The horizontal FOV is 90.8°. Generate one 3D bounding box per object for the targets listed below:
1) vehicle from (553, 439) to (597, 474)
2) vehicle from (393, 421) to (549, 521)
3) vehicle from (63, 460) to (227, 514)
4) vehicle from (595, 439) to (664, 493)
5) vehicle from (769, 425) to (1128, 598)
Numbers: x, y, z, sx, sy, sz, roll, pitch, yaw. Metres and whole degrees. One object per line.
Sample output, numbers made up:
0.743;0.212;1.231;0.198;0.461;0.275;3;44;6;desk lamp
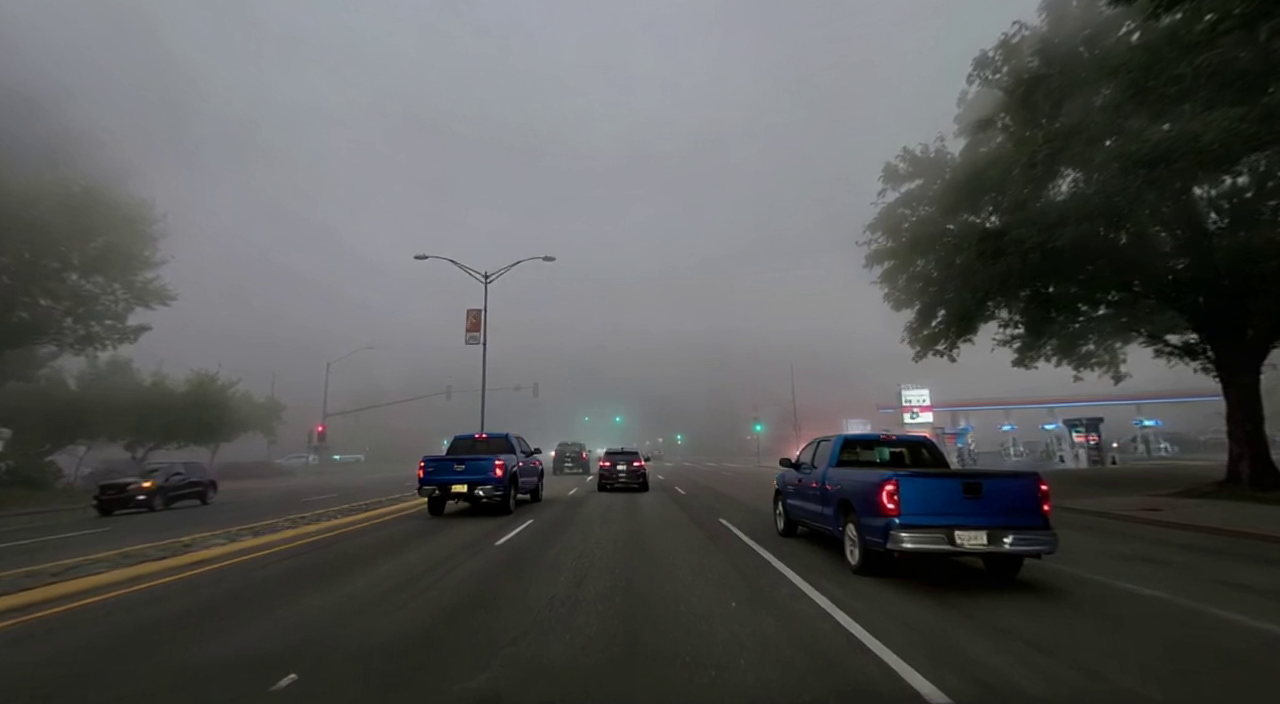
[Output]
-4.023;6.564;39.991;2.321;2.026;5.307;0;-9;-1;vehicle
-3.669;2.730;15.078;2.195;1.905;5.634;0;-9;0;vehicle
-16.191;4.410;21.061;1.866;1.477;4.550;0;-9;-2;vehicle
-0.371;3.699;20.815;2.029;1.605;3.827;0;-9;-2;vehicle
3.163;1.728;7.805;2.061;1.487;4.462;0;-9;-2;vehicle
